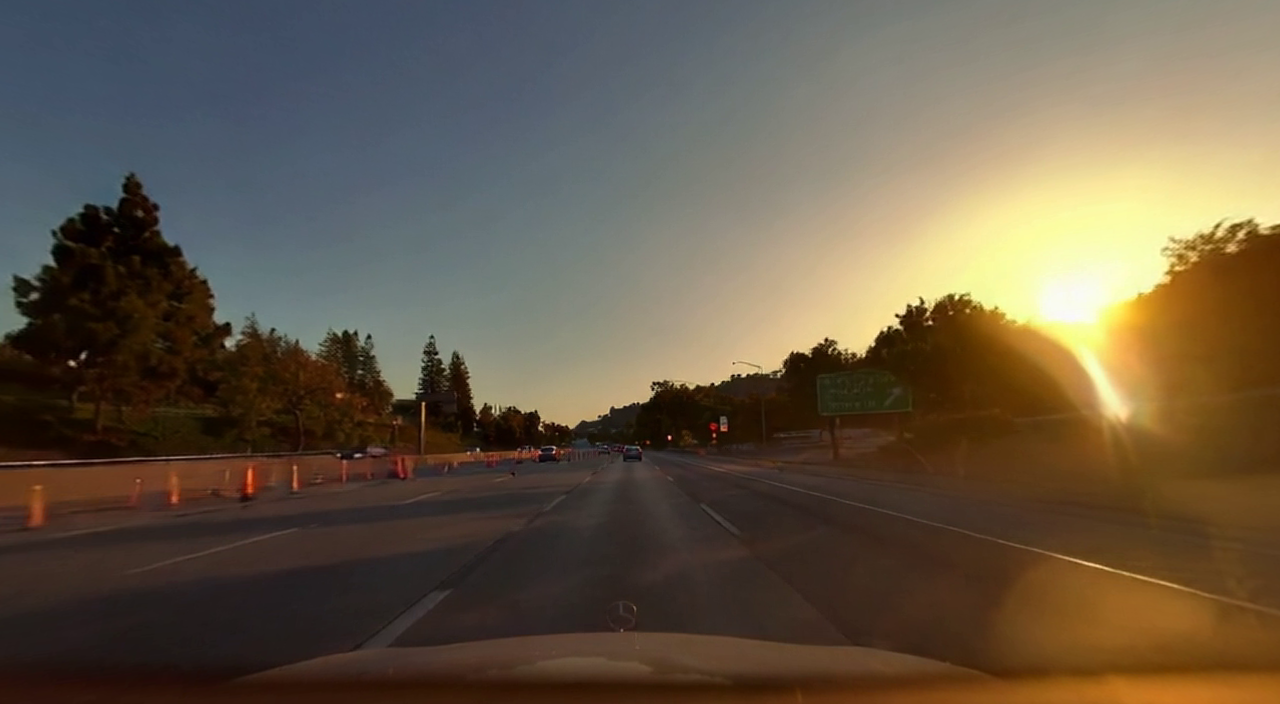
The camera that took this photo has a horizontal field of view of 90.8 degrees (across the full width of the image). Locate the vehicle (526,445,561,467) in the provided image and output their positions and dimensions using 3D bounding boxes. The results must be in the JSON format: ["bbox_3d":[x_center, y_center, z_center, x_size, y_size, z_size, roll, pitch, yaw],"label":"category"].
[{"bbox_3d":[-7.122,7.722,47.072,1.997,1.507,4.248,0,-9,0],"label":"vehicle"}]

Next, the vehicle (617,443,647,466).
[{"bbox_3d":[-0.626,7.559,46.765,2.109,1.638,3.856,0,-9,-1],"label":"vehicle"}]
